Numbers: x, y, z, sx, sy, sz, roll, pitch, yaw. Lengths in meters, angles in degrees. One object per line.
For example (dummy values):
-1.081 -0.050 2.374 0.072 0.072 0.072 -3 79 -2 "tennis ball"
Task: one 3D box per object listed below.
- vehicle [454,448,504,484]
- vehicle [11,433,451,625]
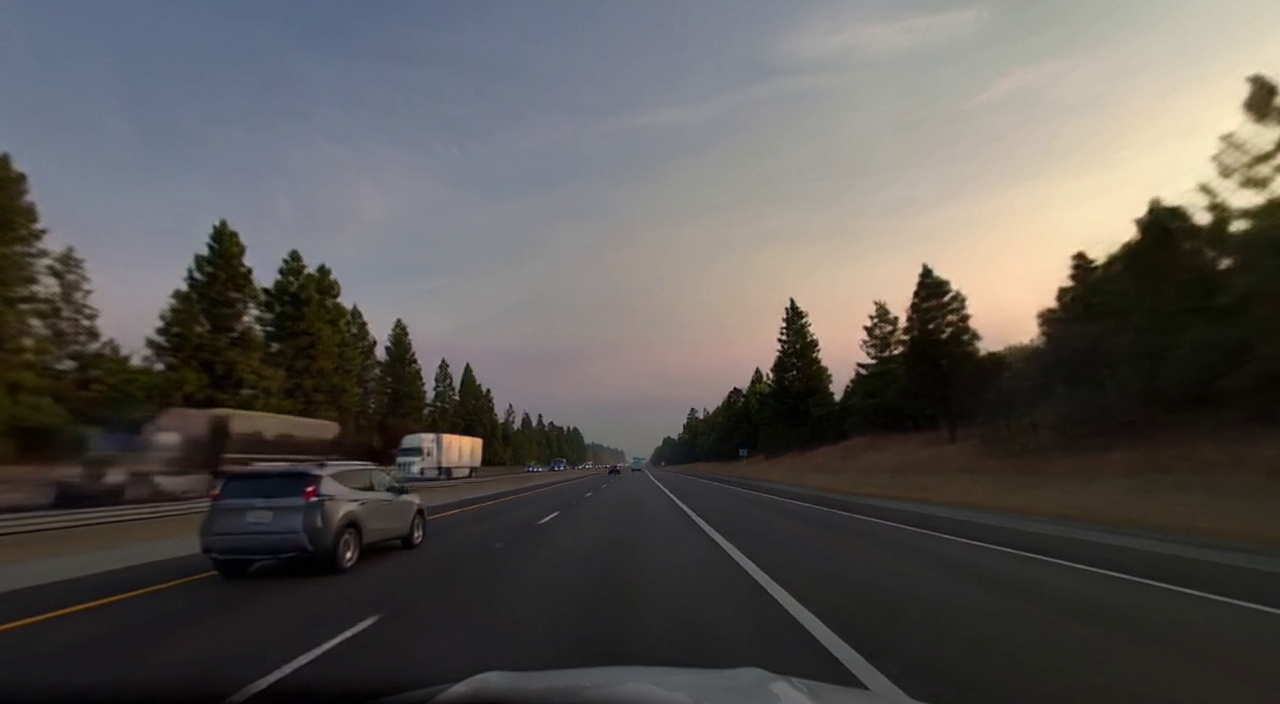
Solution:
-12.557 8.988 49.579 2.237 2.599 5.741 0 -10 1 "vehicle"
-3.945 1.818 7.312 2.043 1.486 4.442 0 -10 1 "vehicle"
